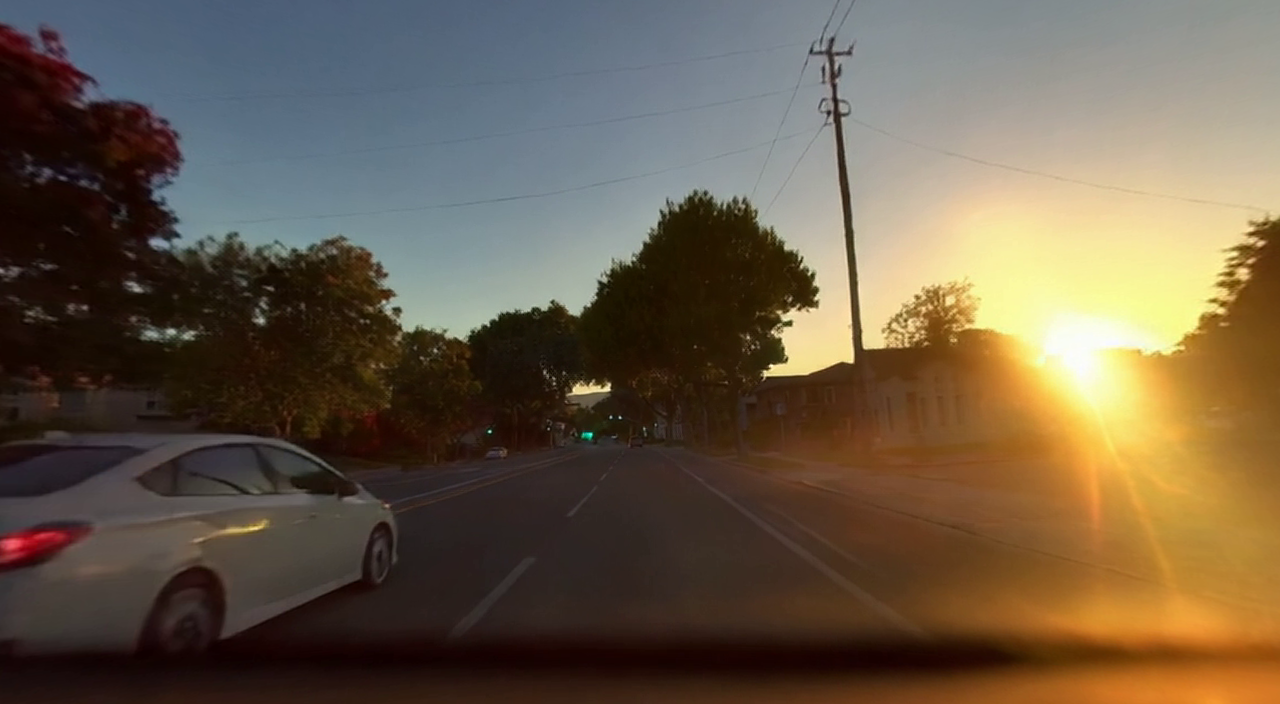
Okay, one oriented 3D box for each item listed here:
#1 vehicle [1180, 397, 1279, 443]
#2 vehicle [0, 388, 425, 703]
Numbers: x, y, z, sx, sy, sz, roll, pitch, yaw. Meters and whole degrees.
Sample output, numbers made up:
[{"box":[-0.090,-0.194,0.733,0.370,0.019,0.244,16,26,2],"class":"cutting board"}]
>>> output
[{"box":[29.075,3.358,30.608,2.019,1.960,4.772,-1,-9,8],"class":"vehicle"},{"box":[-3.151,1.165,4.026,2.113,1.493,4.222,0,-8,-1],"class":"vehicle"}]
